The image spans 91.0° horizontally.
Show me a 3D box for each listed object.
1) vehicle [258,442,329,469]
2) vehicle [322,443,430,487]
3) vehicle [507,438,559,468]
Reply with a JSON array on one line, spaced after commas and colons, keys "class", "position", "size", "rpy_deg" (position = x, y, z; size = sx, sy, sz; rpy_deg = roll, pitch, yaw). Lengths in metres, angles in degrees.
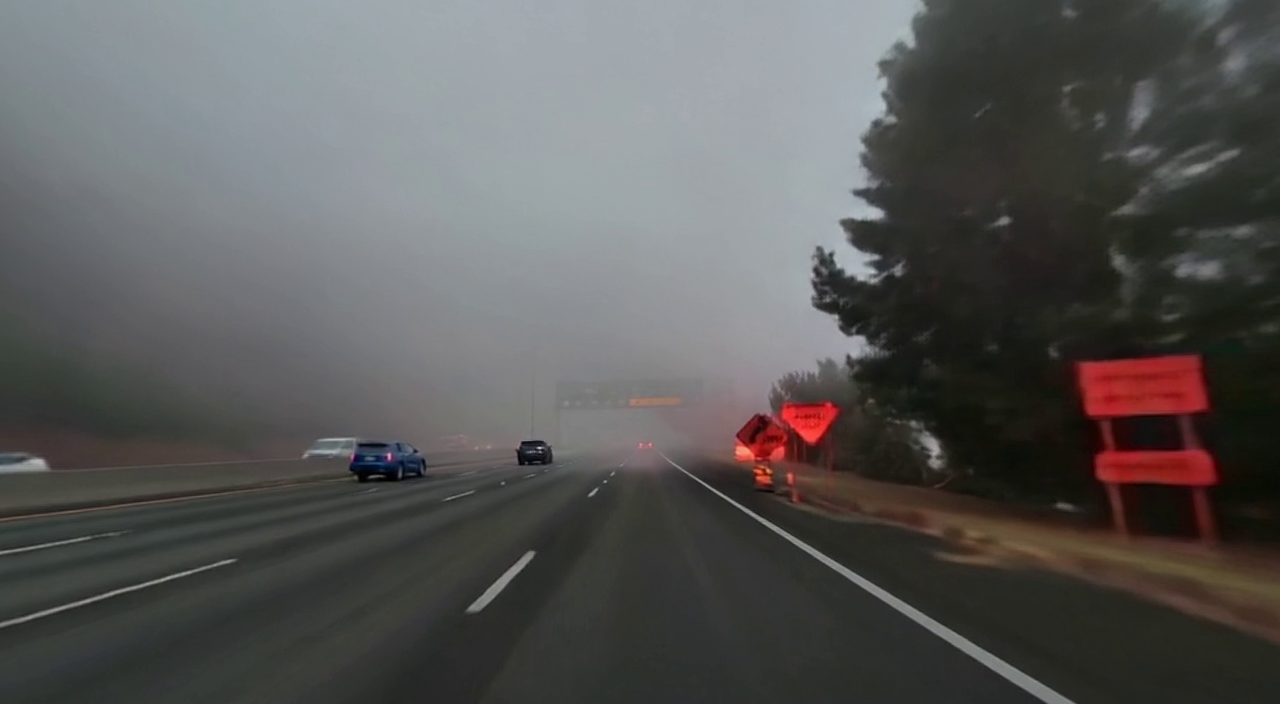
[{"class": "vehicle", "position": [-22.542, 6.735, 41.165], "size": [2.146, 1.664, 4.276], "rpy_deg": [0, -9, 0]}, {"class": "vehicle", "position": [-9.864, 4.236, 24.032], "size": [2.122, 1.511, 4.576], "rpy_deg": [0, -9, 0]}, {"class": "vehicle", "position": [-6.560, 6.294, 39.217], "size": [2.402, 1.733, 4.512], "rpy_deg": [0, -9, 1]}]
